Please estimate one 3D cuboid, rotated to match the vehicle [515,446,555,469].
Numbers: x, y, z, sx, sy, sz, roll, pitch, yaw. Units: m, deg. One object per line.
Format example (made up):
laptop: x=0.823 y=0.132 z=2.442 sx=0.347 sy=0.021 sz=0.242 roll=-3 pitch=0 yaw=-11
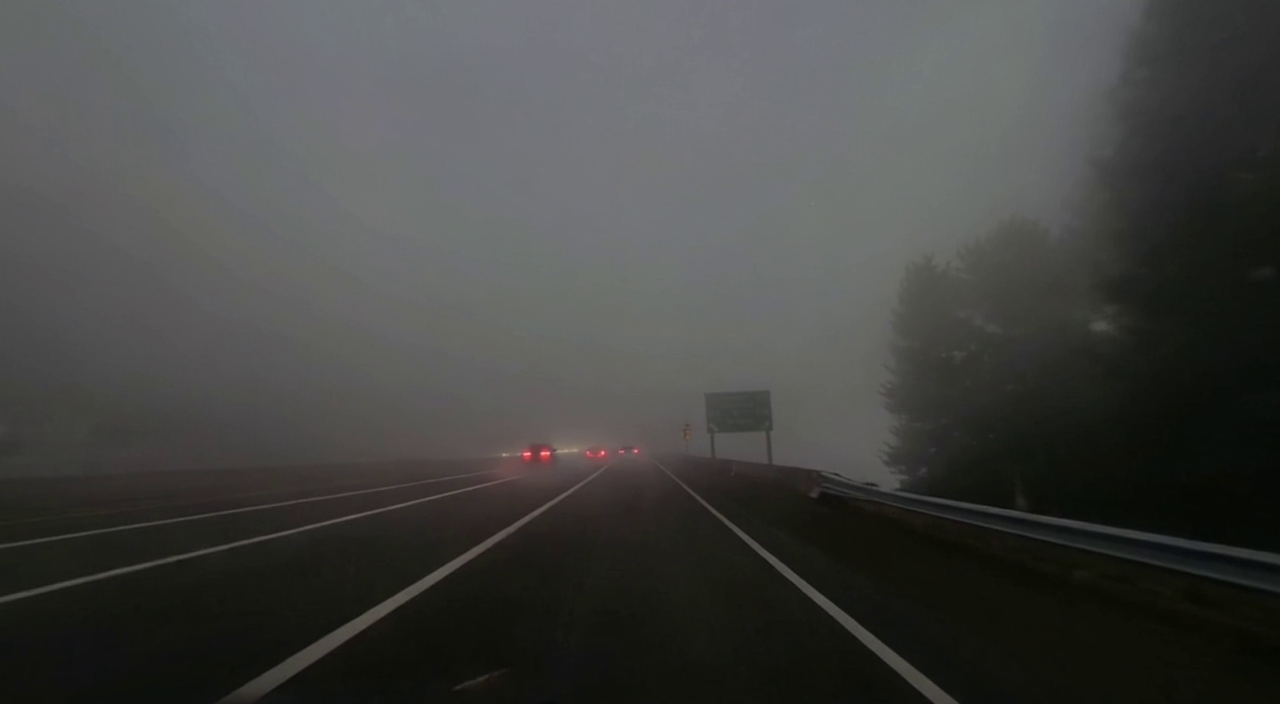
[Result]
vehicle: x=-7.494 y=7.602 z=45.541 sx=2.098 sy=1.606 sz=4.227 roll=0 pitch=-9 yaw=1
